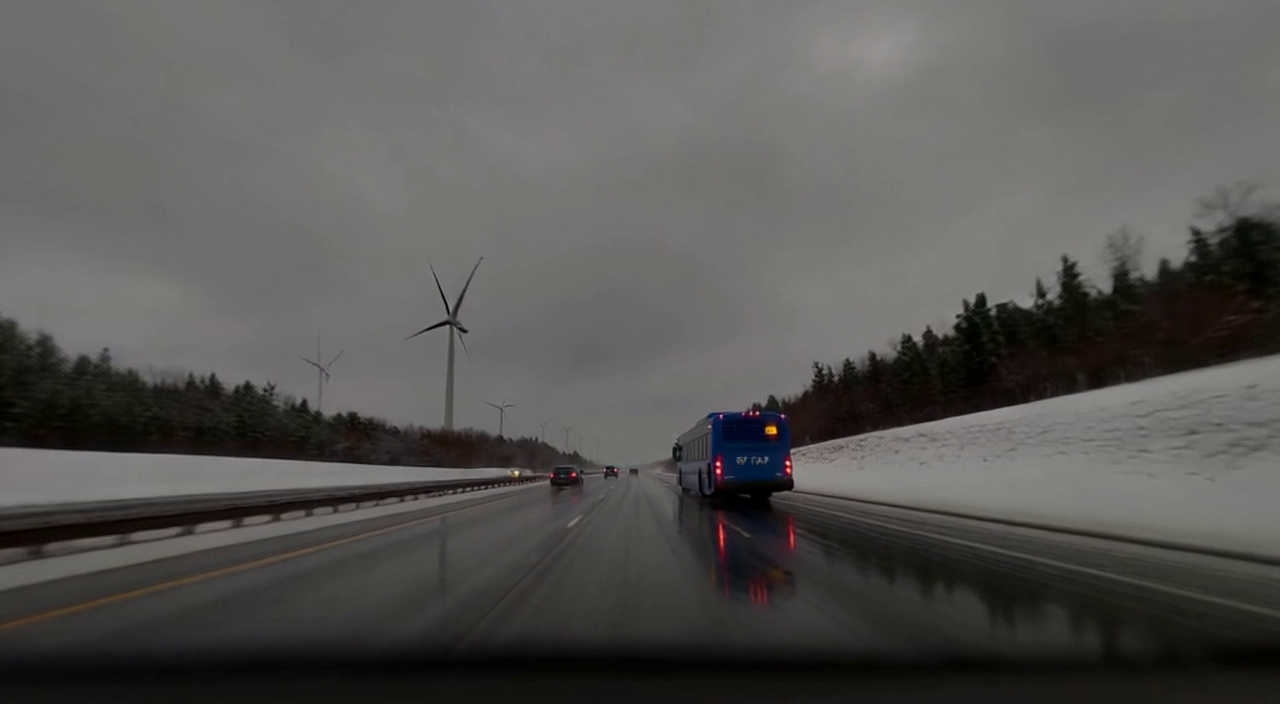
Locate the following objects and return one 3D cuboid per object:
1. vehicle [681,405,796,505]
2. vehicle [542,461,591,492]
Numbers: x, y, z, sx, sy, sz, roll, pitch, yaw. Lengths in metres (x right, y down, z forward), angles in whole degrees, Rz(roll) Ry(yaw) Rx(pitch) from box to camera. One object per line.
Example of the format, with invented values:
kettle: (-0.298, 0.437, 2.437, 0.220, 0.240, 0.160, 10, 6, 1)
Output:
vehicle: (4.031, 5.047, 30.088, 2.941, 3.574, 14.463, 1, -11, -1)
vehicle: (-4.005, 6.899, 34.944, 2.213, 1.568, 4.274, 1, -11, -1)
